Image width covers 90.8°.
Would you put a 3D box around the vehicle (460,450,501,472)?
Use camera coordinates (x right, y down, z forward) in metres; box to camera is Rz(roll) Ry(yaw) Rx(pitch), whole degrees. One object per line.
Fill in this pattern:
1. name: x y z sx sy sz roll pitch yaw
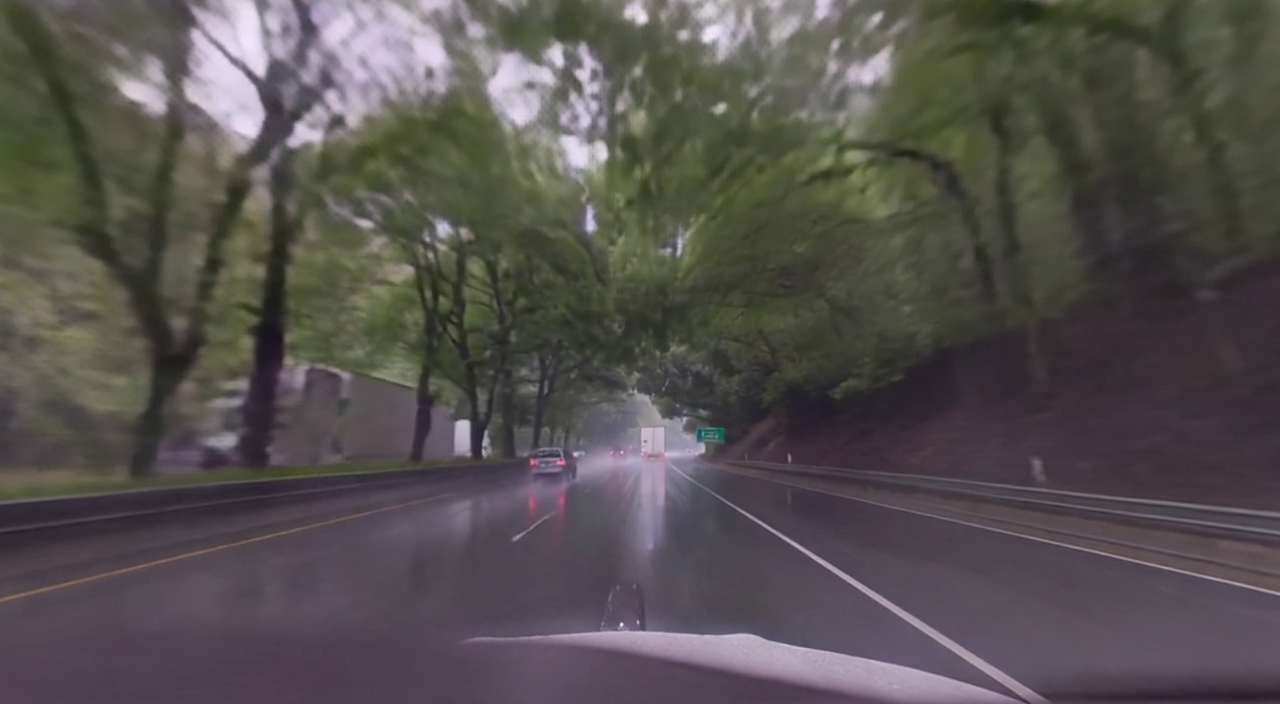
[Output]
1. vehicle: -12.074 8.255 48.045 1.926 1.566 4.142 0 -9 2

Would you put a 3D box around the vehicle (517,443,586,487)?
1. vehicle: -3.418 4.488 25.280 2.057 1.618 4.212 0 -9 1
